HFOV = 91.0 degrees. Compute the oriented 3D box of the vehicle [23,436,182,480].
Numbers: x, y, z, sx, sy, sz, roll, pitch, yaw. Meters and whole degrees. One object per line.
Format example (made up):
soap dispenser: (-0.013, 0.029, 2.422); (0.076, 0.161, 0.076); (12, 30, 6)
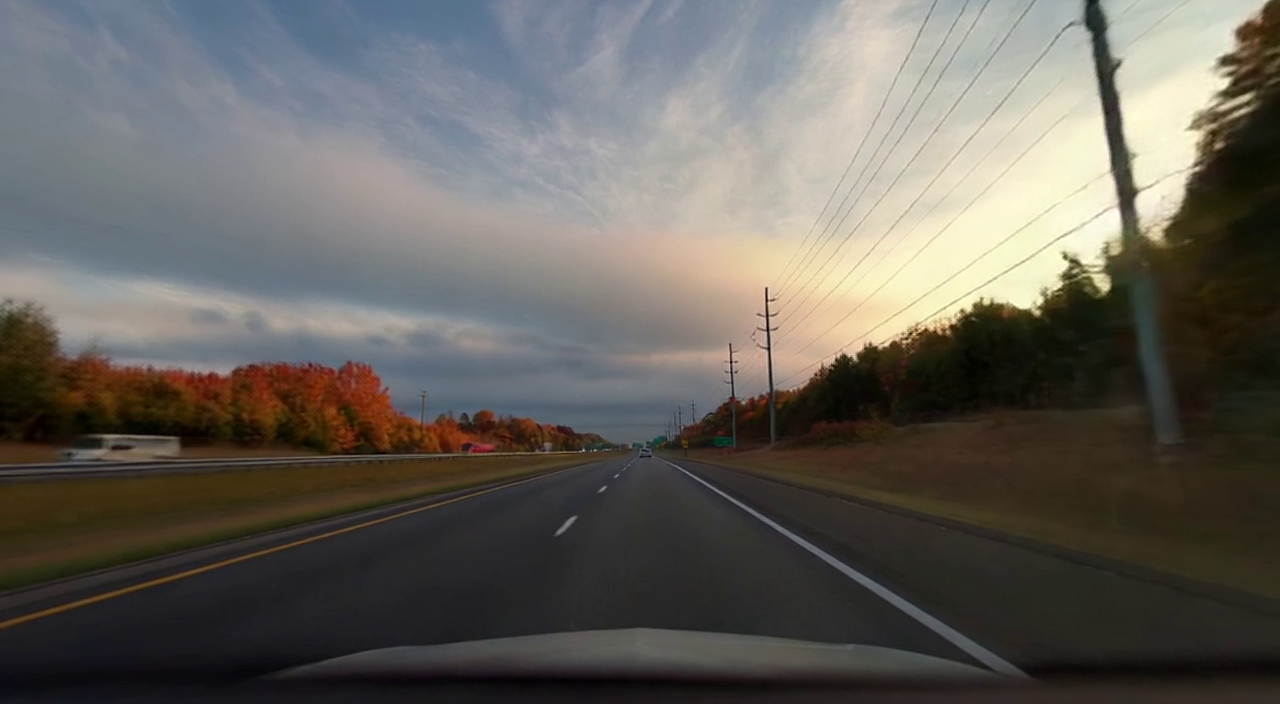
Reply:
vehicle: (-31.678, 6.282, 37.699); (2.623, 2.328, 7.640); (0, -9, 2)
